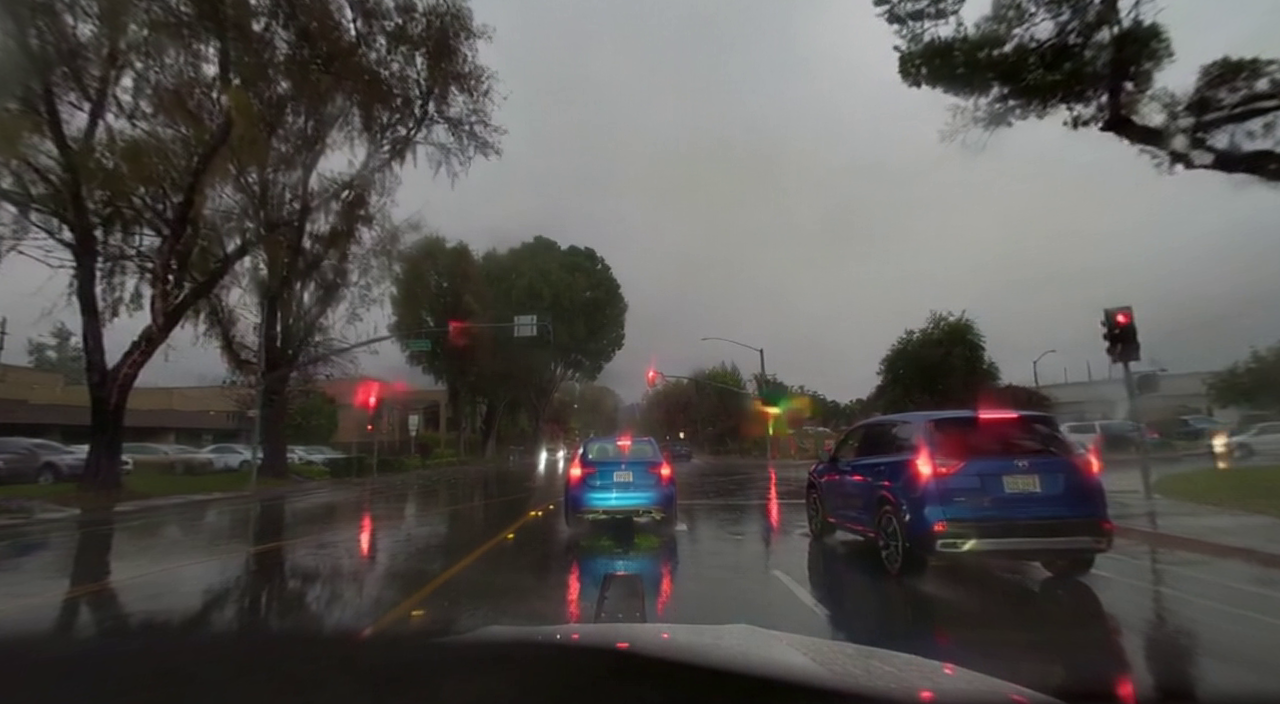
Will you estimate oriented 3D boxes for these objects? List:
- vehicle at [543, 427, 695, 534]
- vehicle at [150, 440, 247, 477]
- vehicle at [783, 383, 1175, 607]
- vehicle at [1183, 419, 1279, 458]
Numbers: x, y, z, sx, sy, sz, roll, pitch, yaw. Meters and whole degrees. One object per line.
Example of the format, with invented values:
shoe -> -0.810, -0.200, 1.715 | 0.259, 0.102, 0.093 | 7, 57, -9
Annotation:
vehicle -> -0.328, 2.202, 11.484 | 2.177, 1.512, 4.682 | 0, -8, -1
vehicle -> -28.516, 6.886, 40.921 | 4.943, 2.110, 2.217 | 4, -10, -35
vehicle -> 3.192, 1.459, 7.271 | 2.046, 1.768, 4.370 | 0, -8, 0
vehicle -> 34.495, 4.794, 34.813 | 6.226, 2.061, 2.527 | -2, -9, 14
